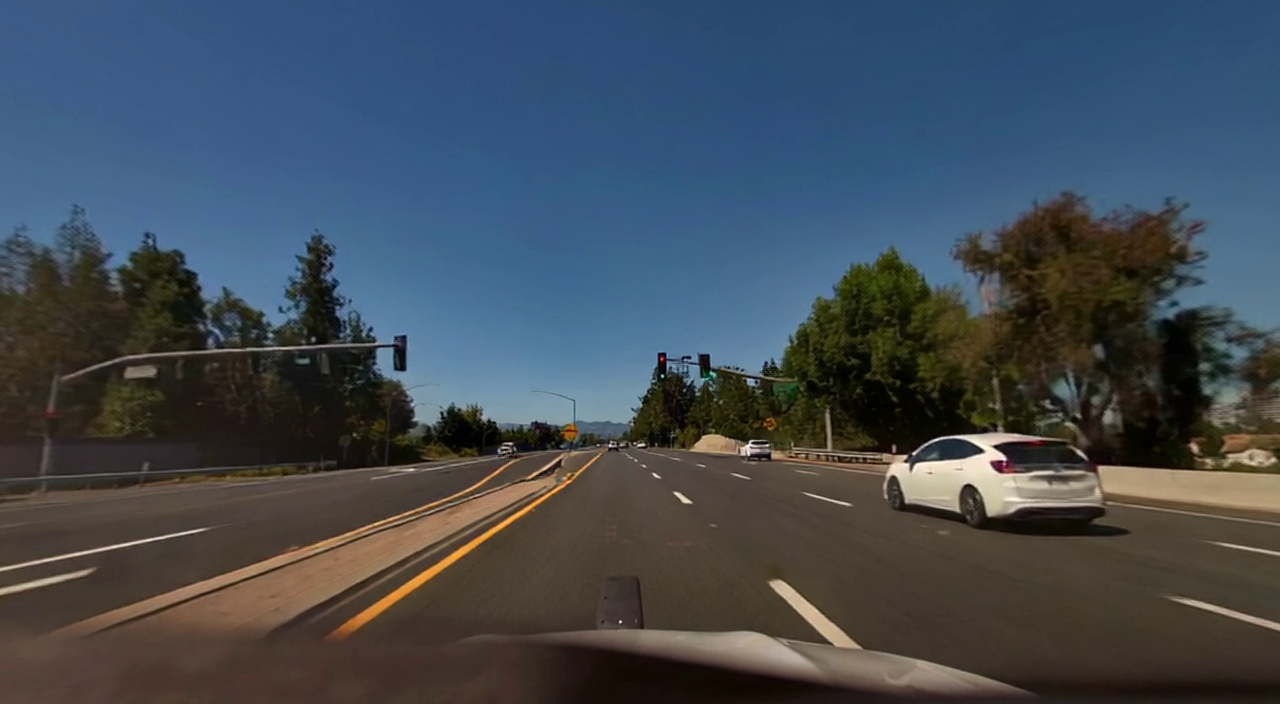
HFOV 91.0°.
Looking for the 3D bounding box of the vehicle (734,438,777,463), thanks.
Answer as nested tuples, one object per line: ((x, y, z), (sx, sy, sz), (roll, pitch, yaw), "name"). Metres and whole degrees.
((8.698, 7.474, 47.817), (2.170, 1.830, 4.720), (0, -9, -2), "vehicle")

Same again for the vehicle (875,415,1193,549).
((5.881, 1.992, 10.359), (2.066, 1.683, 4.675), (0, -9, -2), "vehicle")
